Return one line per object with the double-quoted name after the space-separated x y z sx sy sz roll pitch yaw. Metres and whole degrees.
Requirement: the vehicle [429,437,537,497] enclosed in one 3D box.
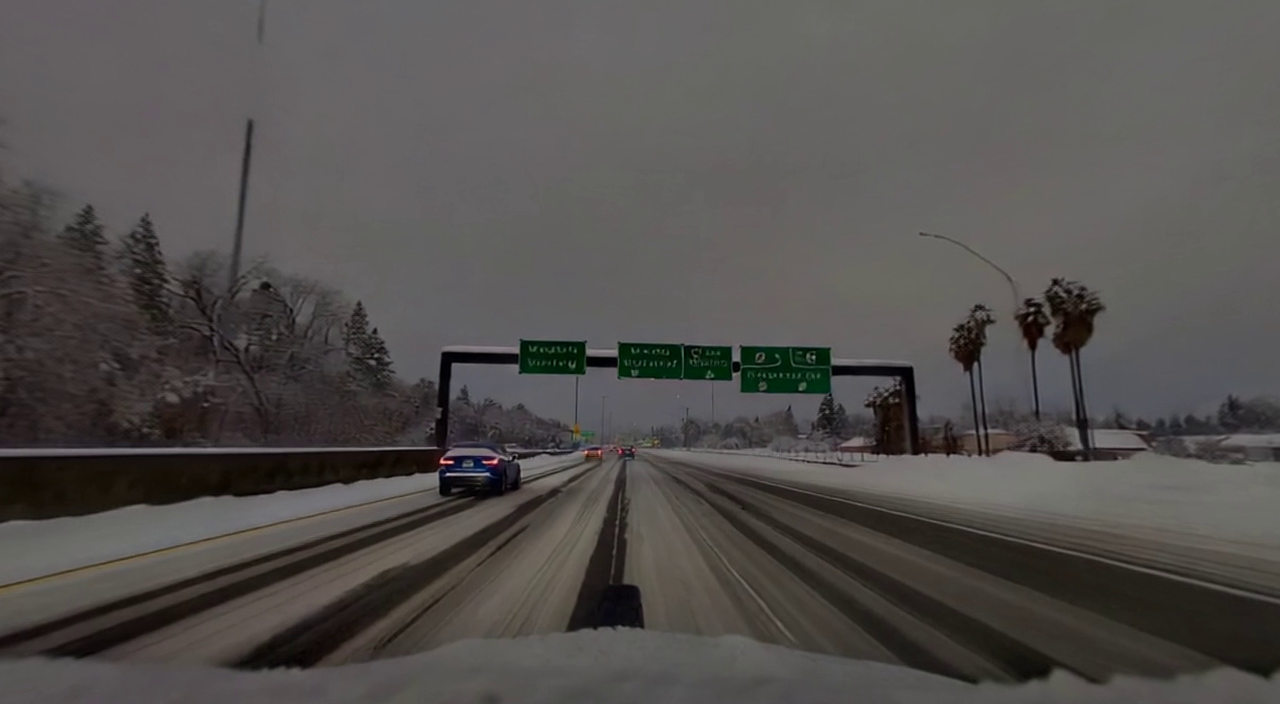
-4.421 3.305 18.444 2.120 1.537 4.139 0 -8 -1 "vehicle"
